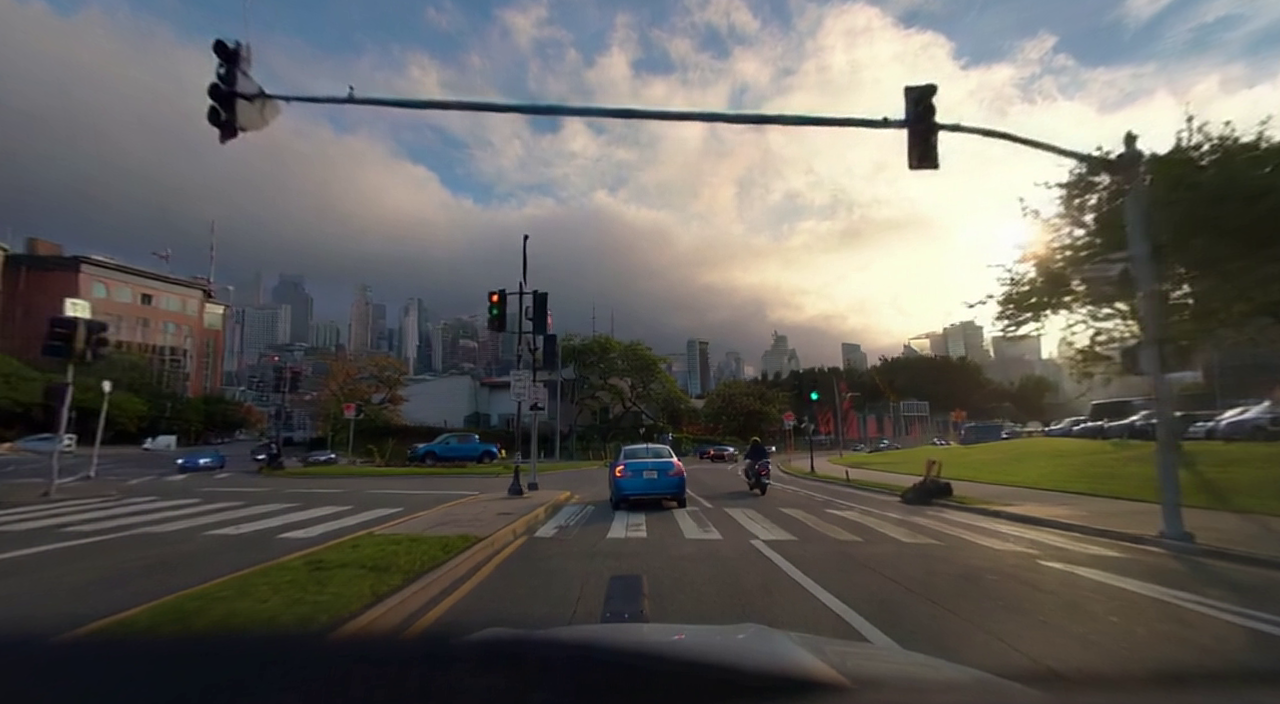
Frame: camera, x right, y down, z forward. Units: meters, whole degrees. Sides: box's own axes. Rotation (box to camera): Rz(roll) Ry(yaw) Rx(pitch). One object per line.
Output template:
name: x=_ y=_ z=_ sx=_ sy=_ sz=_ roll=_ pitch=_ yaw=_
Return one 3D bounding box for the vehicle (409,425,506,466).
vehicle: x=-13.324 y=6.882 z=46.762 sx=2.287 sy=2.780 sz=7.166 roll=-5 pitch=-10 yaw=31

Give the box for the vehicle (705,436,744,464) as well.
vehicle: x=5.763 y=6.604 z=42.667 sx=2.212 sy=1.790 sz=4.768 roll=-2 pitch=-8 yaw=12

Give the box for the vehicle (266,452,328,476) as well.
vehicle: x=-19.185 y=6.251 z=35.345 sx=1.259 sy=1.181 sz=2.744 roll=-6 pitch=-9 yaw=31

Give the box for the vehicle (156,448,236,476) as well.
vehicle: x=-21.874 y=5.394 z=31.117 sx=1.433 sy=1.269 sz=2.779 roll=-5 pitch=-9 yaw=29

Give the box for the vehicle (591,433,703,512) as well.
vehicle: x=0.105 y=2.579 z=14.007 sx=2.118 sy=1.480 sz=3.949 roll=0 pitch=-8 yaw=-1
